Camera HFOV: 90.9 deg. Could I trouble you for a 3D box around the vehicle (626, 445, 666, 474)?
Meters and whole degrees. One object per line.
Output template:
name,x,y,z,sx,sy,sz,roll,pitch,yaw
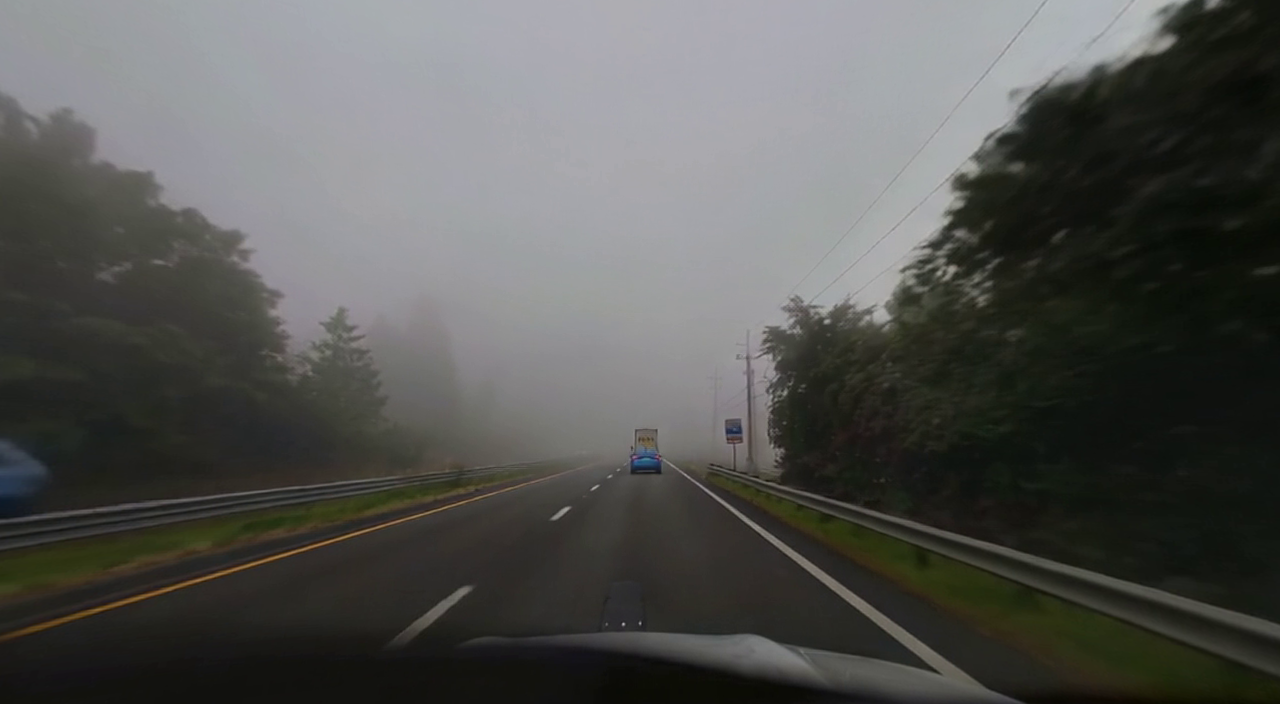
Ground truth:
vehicle,0.292,5.834,34.452,2.080,1.486,3.813,0,-9,0
